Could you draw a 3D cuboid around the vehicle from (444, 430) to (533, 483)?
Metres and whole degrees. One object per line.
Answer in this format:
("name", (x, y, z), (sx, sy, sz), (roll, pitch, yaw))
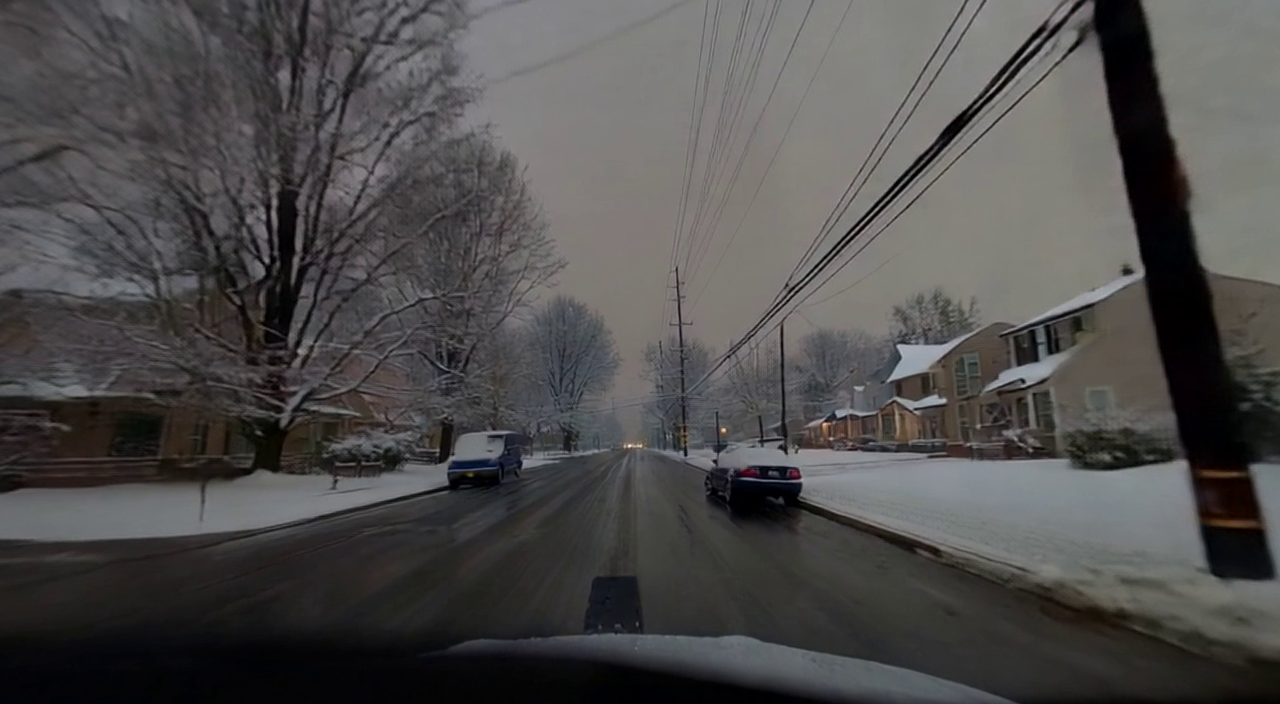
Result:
("vehicle", (-6.020, 4.227, 25.831), (2.263, 1.915, 5.071), (-1, -9, 1))

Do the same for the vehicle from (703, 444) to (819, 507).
("vehicle", (3.075, 3.233, 17.109), (1.944, 1.439, 4.500), (1, -8, -4))
